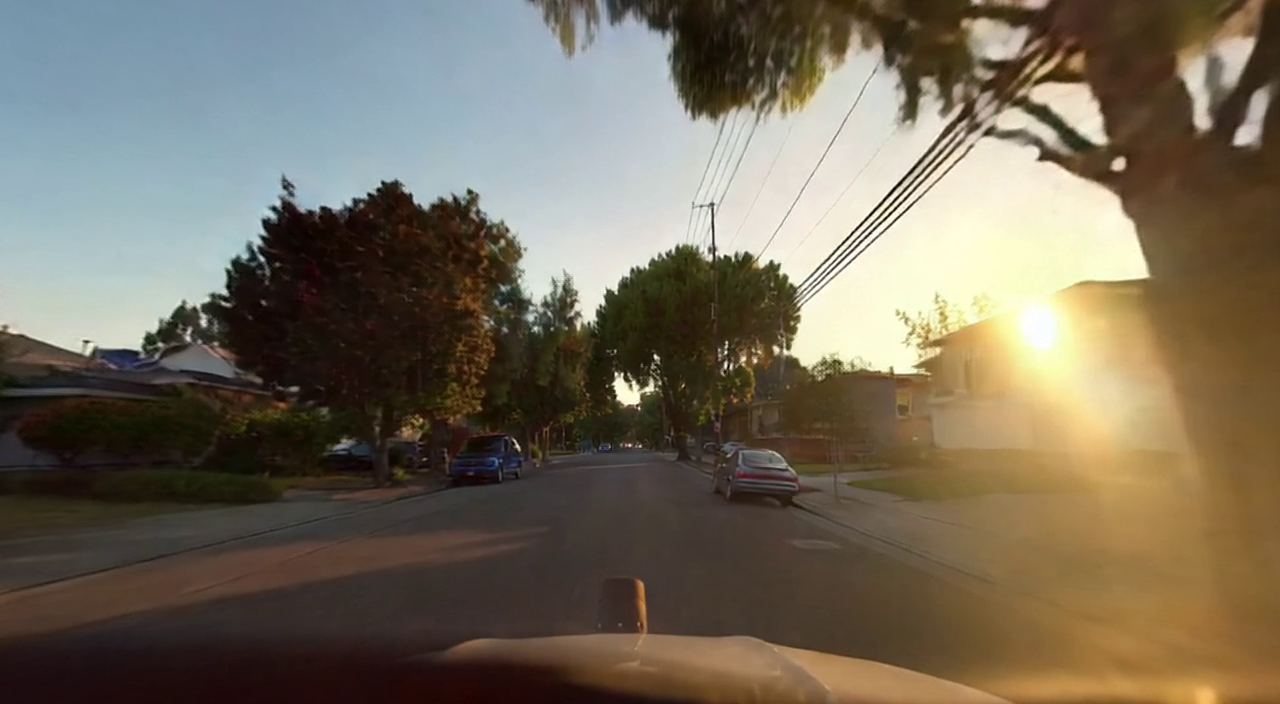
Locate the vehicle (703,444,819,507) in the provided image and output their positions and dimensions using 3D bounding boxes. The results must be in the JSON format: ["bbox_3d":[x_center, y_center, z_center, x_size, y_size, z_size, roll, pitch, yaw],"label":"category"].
[{"bbox_3d":[3.075,3.233,17.109,1.944,1.439,4.500,1,-8,-4],"label":"vehicle"}]

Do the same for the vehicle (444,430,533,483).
[{"bbox_3d":[-6.020,4.227,25.831,2.263,1.915,5.071,-1,-9,1],"label":"vehicle"}]
